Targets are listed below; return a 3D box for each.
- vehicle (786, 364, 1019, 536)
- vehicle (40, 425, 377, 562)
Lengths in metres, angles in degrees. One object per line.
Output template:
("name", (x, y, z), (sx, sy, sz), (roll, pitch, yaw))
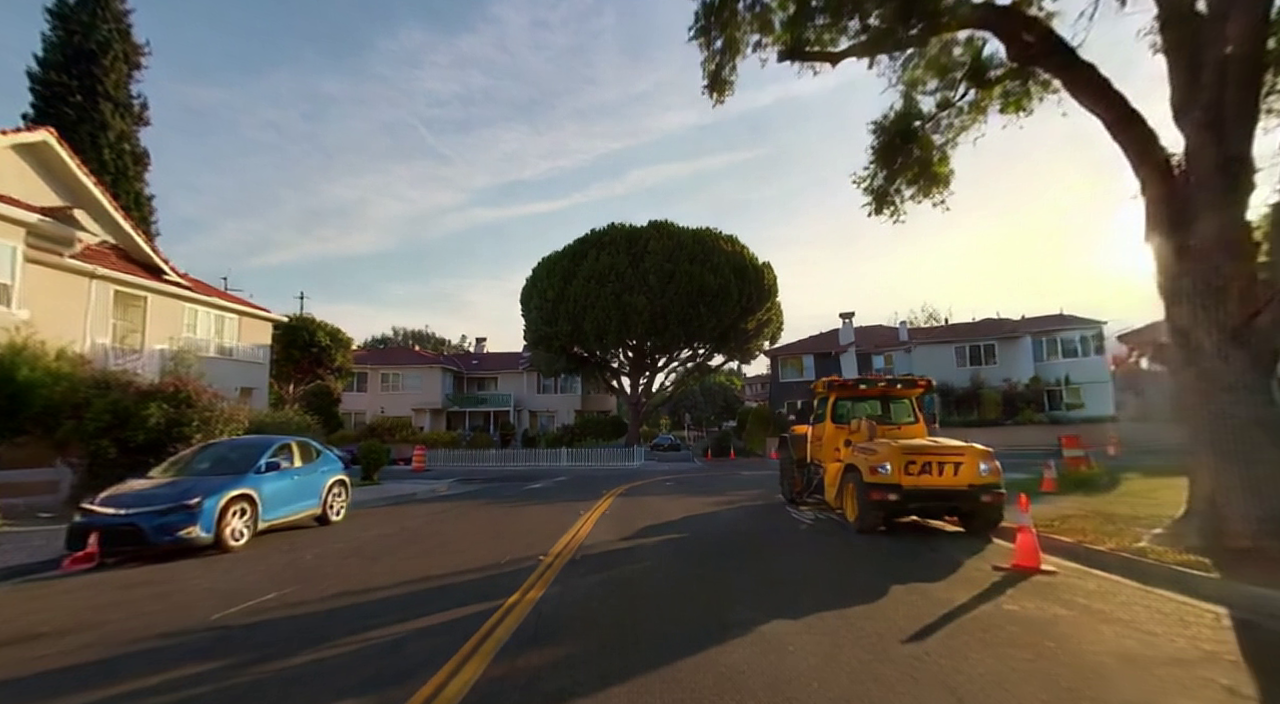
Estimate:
("vehicle", (4.433, 1.743, 11.453), (2.501, 2.613, 3.505), (1, -8, -3))
("vehicle", (-6.640, 2.168, 10.663), (2.220, 1.765, 4.799), (0, -8, 1))
